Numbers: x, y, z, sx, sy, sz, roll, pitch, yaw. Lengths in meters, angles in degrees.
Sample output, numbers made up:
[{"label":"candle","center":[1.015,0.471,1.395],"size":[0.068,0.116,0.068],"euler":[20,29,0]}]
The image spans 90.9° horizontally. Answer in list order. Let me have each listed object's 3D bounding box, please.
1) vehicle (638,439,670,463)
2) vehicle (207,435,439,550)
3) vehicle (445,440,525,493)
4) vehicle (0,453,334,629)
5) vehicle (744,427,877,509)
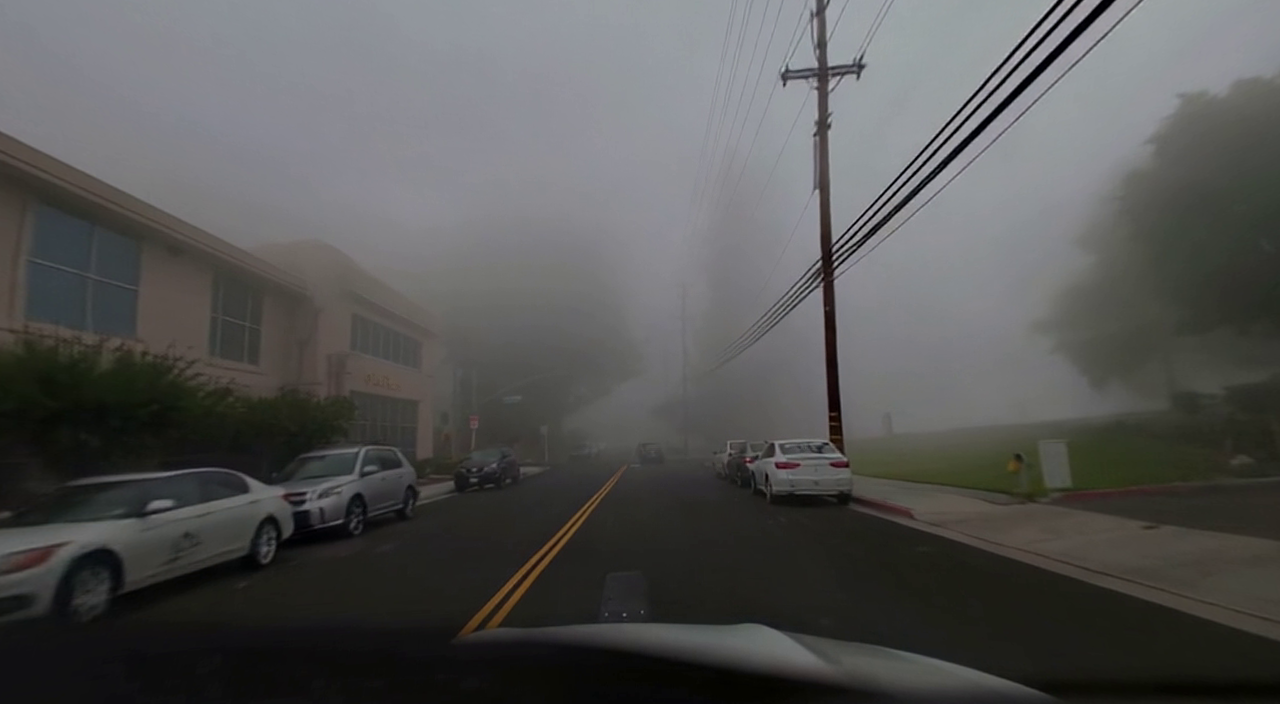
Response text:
[{"label":"vehicle","center":[0.896,6.939,44.273],"size":[2.125,1.524,4.404],"euler":[0,-8,0]},{"label":"vehicle","center":[-6.139,2.732,13.216],"size":[2.007,1.876,5.361],"euler":[0,-8,1]},{"label":"vehicle","center":[-5.962,4.440,24.950],"size":[2.126,1.864,4.831],"euler":[0,-8,-2]},{"label":"vehicle","center":[-6.000,2.141,8.188],"size":[1.931,1.574,4.360],"euler":[0,-8,-2]},{"label":"vehicle","center":[3.791,2.674,14.994],"size":[1.948,1.607,4.873],"euler":[-1,-8,2]}]
